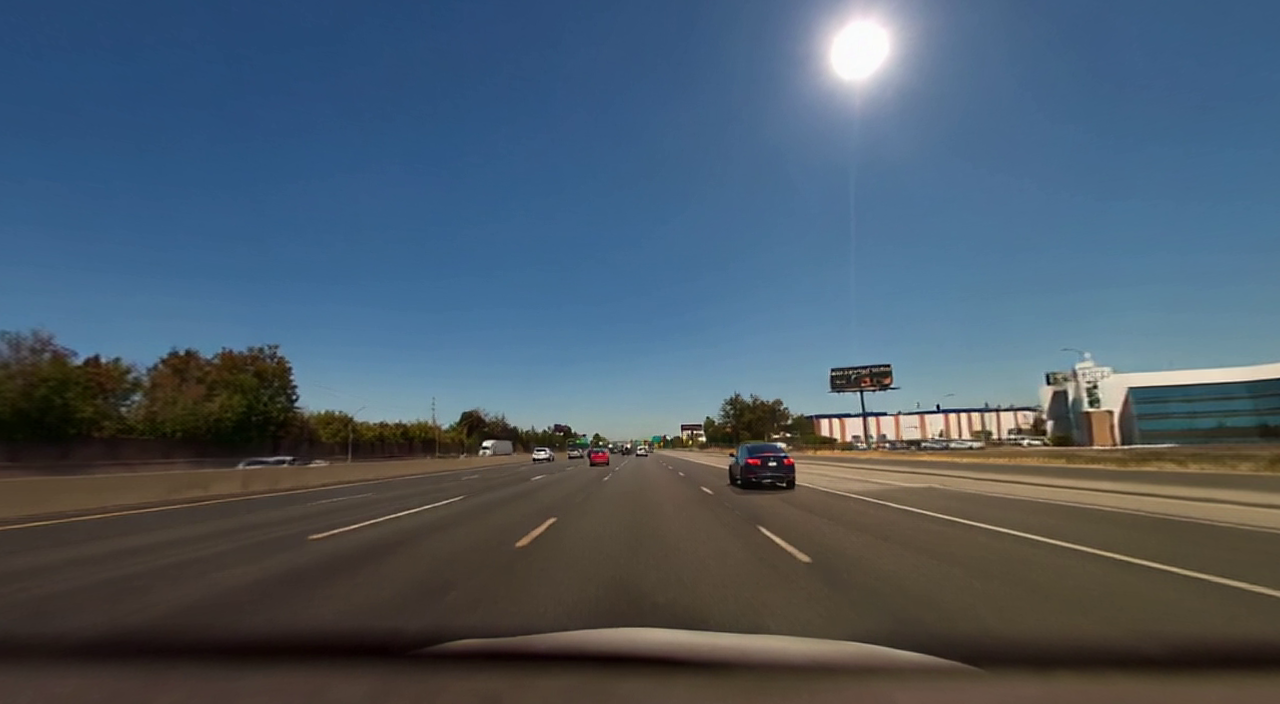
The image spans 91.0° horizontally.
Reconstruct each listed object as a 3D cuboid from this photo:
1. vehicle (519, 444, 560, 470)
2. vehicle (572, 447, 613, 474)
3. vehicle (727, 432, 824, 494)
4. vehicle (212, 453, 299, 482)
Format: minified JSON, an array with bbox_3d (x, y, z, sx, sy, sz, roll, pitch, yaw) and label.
[{"bbox_3d":[-7.337,7.695,46.327,2.112,1.813,4.716,0,-9,1],"label":"vehicle"},{"bbox_3d":[-2.812,6.557,38.417,2.139,1.510,4.506,0,-9,0],"label":"vehicle"},{"bbox_3d":[4.309,3.613,20.836,2.109,1.764,4.704,0,-9,0],"label":"vehicle"},{"bbox_3d":[-27.537,8.265,45.456,2.349,1.847,6.197,0,-9,0],"label":"vehicle"}]
